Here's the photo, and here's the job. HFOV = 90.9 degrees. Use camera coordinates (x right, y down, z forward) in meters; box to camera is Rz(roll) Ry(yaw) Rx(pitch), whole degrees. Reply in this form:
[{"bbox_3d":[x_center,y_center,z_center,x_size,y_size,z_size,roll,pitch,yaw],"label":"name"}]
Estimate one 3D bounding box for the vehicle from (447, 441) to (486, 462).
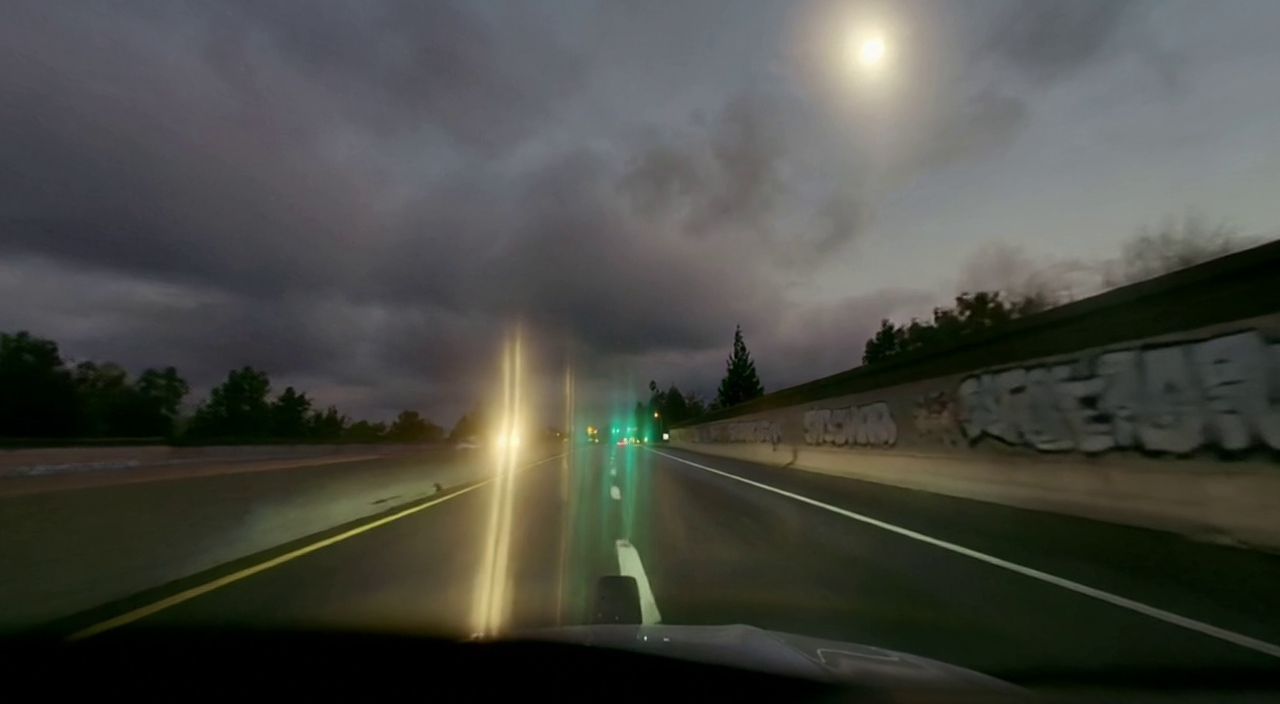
[{"bbox_3d":[-12.837,7.353,46.811,1.843,1.466,4.582,0,-8,-3],"label":"vehicle"}]
